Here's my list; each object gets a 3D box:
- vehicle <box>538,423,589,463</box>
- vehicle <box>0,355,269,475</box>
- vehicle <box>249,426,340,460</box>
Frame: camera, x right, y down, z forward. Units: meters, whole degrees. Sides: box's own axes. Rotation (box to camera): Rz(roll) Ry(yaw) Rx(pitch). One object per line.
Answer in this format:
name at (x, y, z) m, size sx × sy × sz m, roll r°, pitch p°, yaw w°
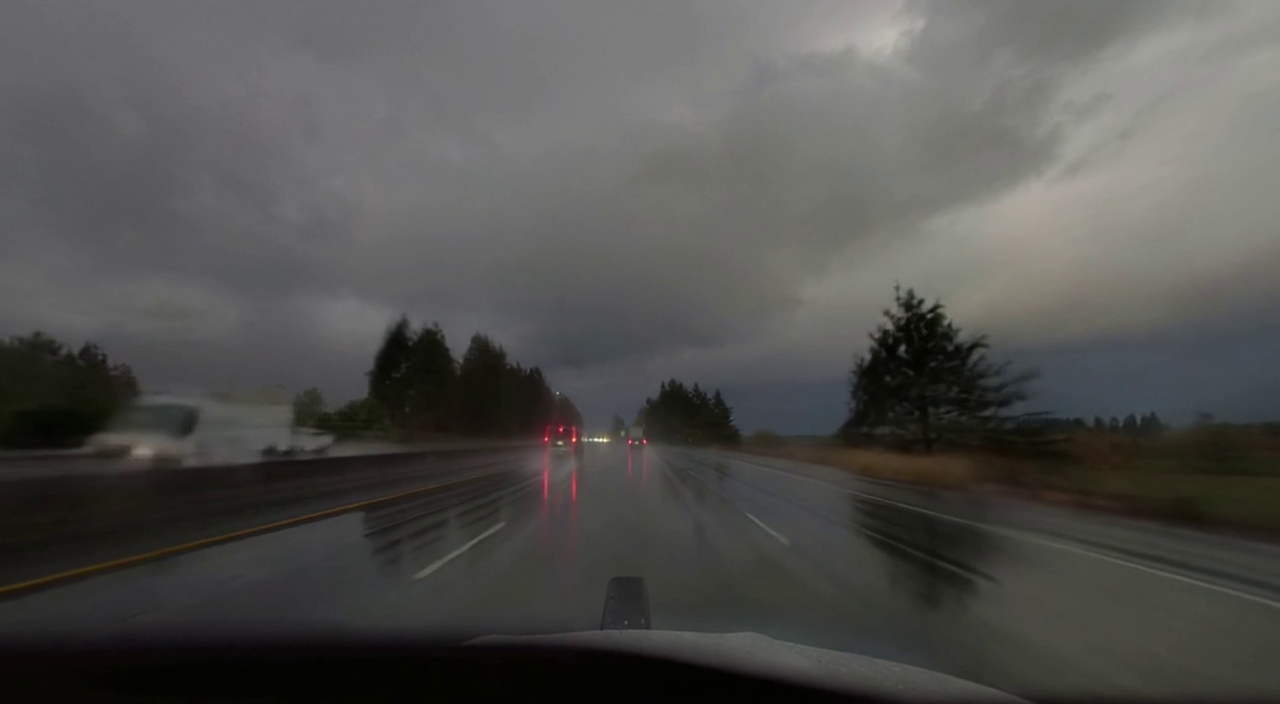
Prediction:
vehicle at (-4.120, 5.034, 34.817) m, size 2.241 × 2.034 × 4.890 m, roll 0°, pitch -8°, yaw -1°
vehicle at (-12.630, 1.727, 16.219) m, size 2.427 × 2.525 × 5.934 m, roll 0°, pitch -8°, yaw 0°
vehicle at (-16.533, 4.397, 30.384) m, size 1.832 × 1.517 × 4.537 m, roll 0°, pitch -8°, yaw 0°
